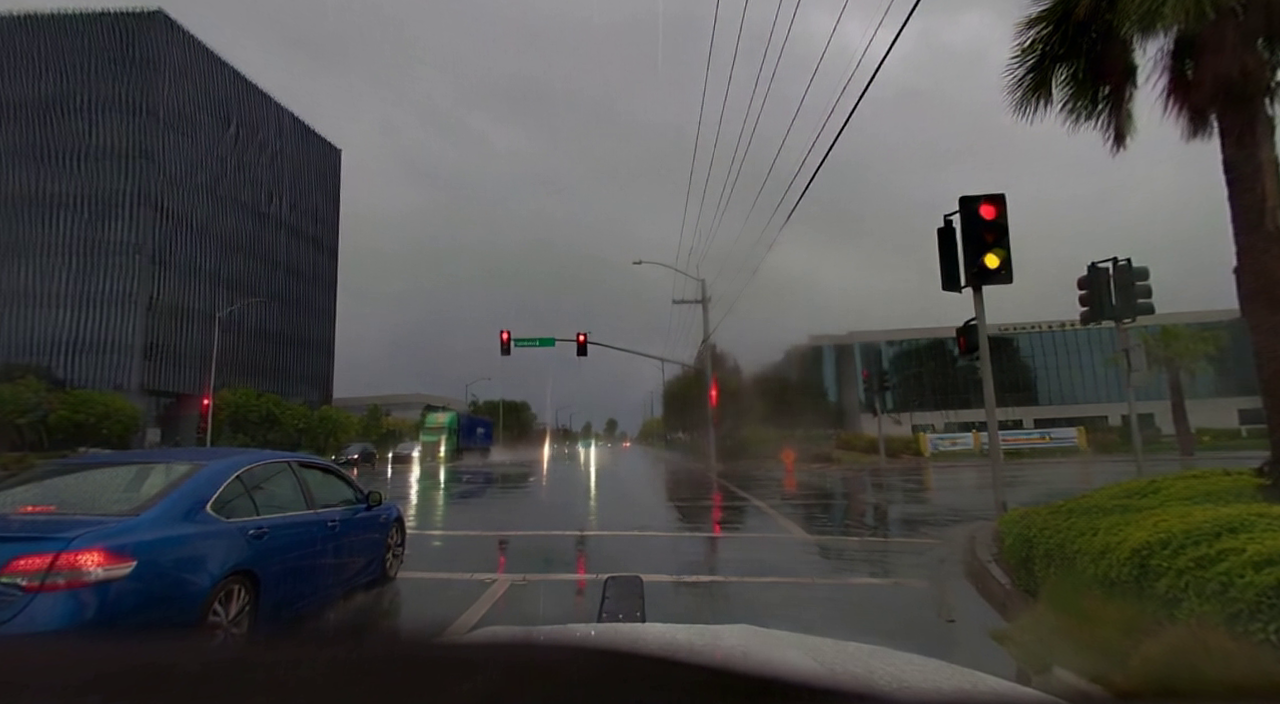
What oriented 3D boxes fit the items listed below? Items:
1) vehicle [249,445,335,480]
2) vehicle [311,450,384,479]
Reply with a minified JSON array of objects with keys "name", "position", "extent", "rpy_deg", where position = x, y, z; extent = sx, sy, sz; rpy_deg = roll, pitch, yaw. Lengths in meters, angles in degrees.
[{"name":"vehicle","position":[-19.094,6.060,34.839],"extent":[2.017,1.739,4.569],"rpy_deg":[0,-9,1]},{"name":"vehicle","position":[-15.367,5.918,33.306],"extent":[1.875,1.389,3.784],"rpy_deg":[0,-9,3]}]
